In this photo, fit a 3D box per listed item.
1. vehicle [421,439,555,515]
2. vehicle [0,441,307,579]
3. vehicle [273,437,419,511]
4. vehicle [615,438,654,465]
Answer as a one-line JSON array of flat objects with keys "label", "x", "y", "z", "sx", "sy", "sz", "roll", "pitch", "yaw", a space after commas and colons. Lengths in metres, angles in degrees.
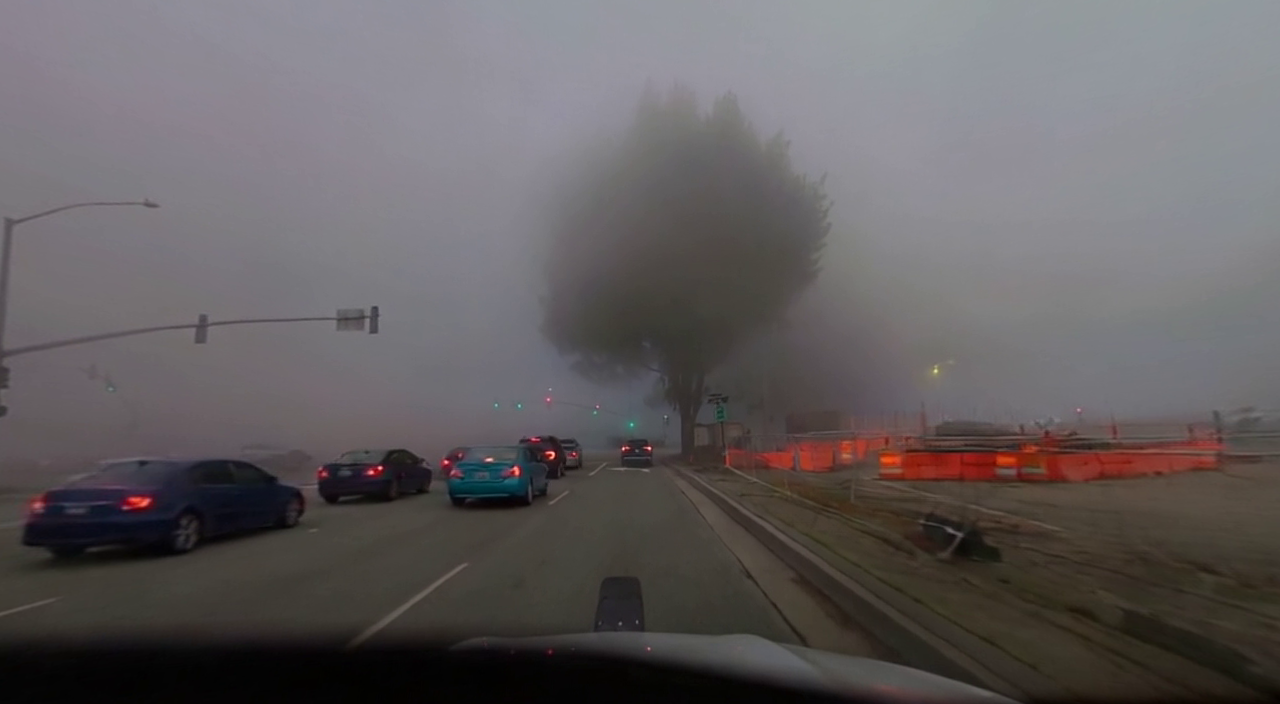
[{"label": "vehicle", "x": -3.279, "y": 2.783, "z": 14.562, "sx": 2.042, "sy": 1.441, "sz": 4.172, "roll": -1, "pitch": -9, "yaw": 0}, {"label": "vehicle", "x": -7.086, "y": 2.180, "z": 9.521, "sx": 1.900, "sy": 1.507, "sz": 4.285, "roll": -3, "pitch": -9, "yaw": -1}, {"label": "vehicle", "x": -7.944, "y": 3.305, "z": 17.645, "sx": 1.949, "sy": 1.697, "sz": 4.406, "roll": -3, "pitch": -9, "yaw": 0}, {"label": "vehicle", "x": -0.333, "y": 5.967, "z": 37.809, "sx": 2.183, "sy": 1.506, "sz": 4.286, "roll": 0, "pitch": -9, "yaw": 0}]
